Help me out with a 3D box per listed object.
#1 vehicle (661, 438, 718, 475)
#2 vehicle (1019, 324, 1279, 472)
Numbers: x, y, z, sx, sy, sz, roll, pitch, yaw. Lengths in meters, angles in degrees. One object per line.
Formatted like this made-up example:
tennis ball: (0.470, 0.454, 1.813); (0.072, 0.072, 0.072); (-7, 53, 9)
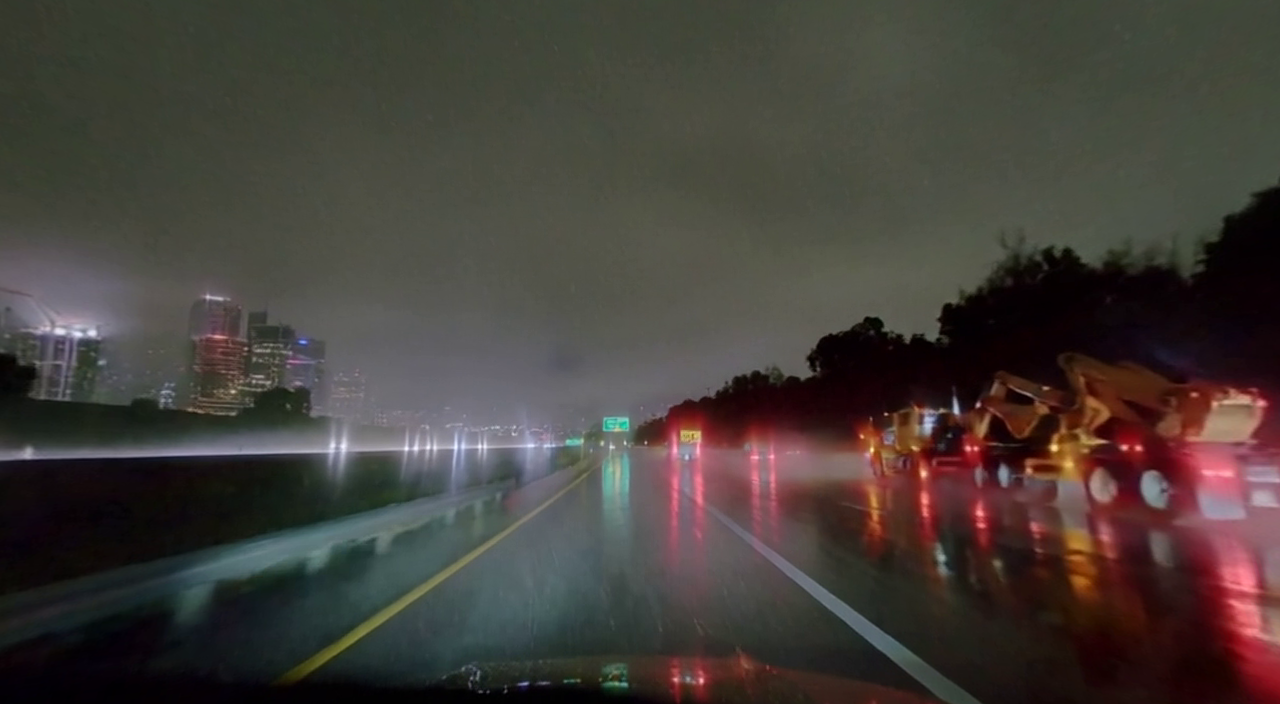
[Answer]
vehicle: (2.400, 5.283, 32.123); (2.305, 1.729, 4.526); (1, -8, -3)
vehicle: (14.057, 1.462, 16.906); (3.476, 3.195, 6.407); (1, -8, -4)
